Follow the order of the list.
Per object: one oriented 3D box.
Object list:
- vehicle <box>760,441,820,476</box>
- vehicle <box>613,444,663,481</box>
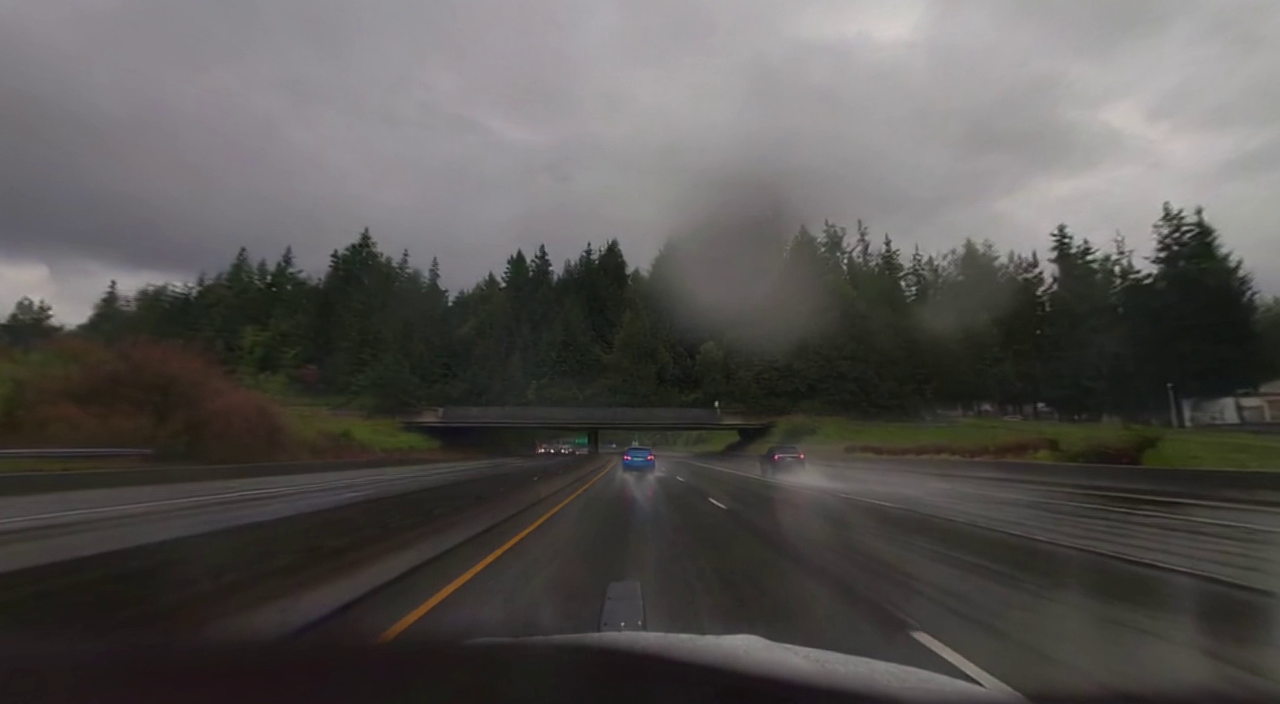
[{"bbox_3d":[7.580,5.417,32.297,2.006,1.639,4.087,0,-9,-1],"label":"vehicle"},{"bbox_3d":[-0.115,4.915,28.314,2.069,1.523,4.012,0,-9,-1],"label":"vehicle"}]
